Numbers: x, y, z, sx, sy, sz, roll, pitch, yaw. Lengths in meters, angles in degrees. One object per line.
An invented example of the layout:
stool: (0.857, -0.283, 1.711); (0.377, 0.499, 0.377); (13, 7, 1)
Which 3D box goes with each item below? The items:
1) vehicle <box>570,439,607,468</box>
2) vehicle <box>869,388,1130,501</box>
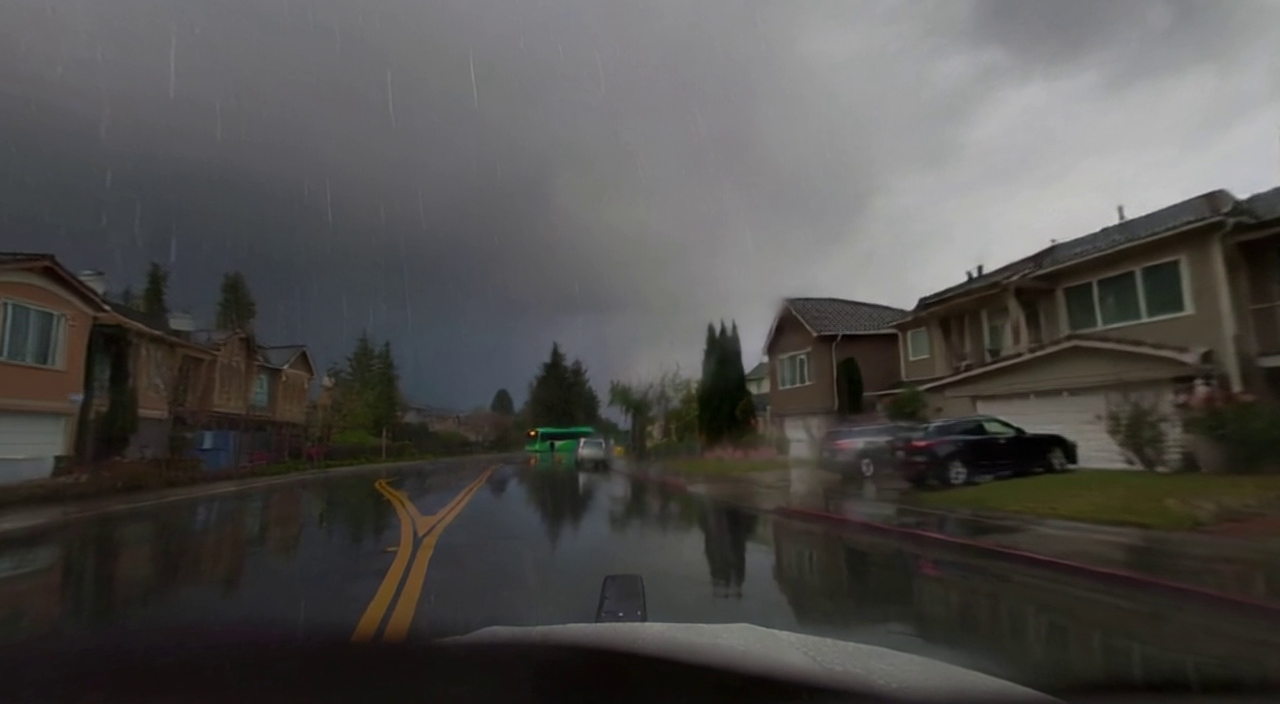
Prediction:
vehicle: (-3.085, 5.963, 37.156); (1.984, 1.601, 3.994); (1, -9, -8)
vehicle: (7.457, 1.892, 13.301); (4.431, 1.873, 1.920); (-2, -8, -13)
